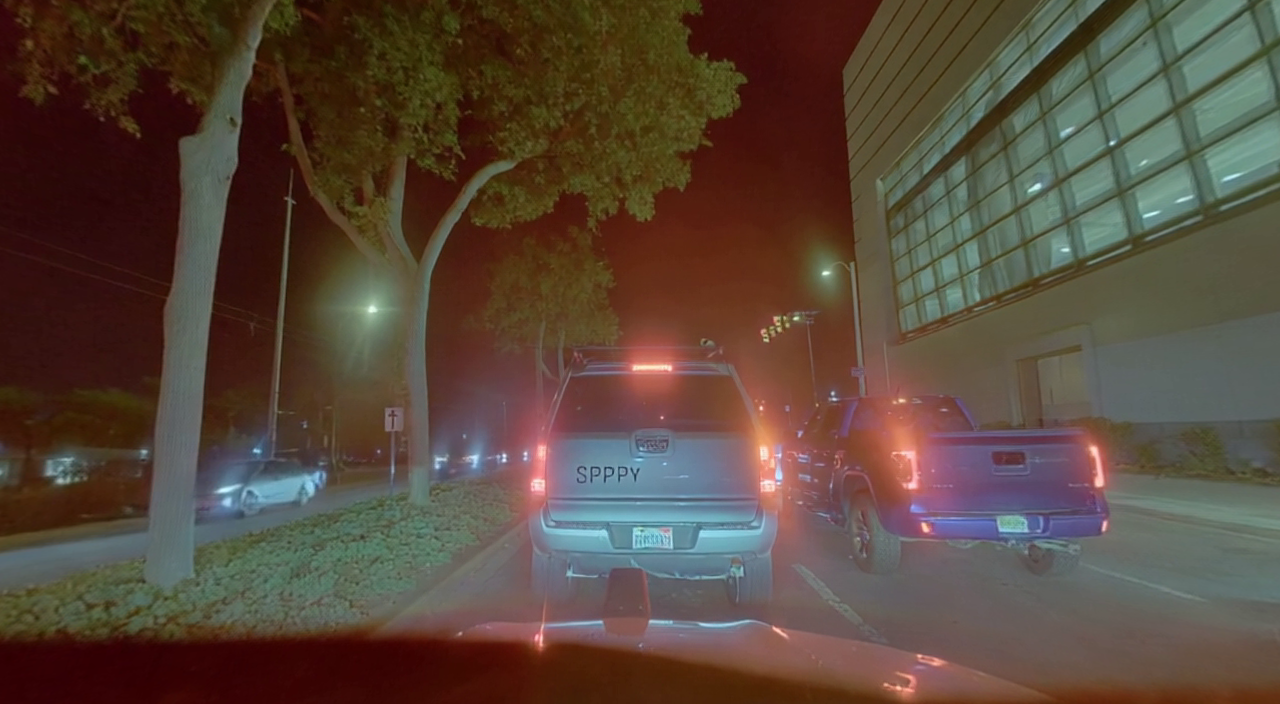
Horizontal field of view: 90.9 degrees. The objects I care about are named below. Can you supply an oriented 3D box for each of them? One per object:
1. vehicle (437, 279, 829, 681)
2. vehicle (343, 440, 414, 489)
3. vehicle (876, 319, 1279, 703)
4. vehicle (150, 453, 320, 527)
[{"bbox_3d":[0.010,1.036,5.978,2.267,2.372,4.366,0,-8,2],"label":"vehicle"},{"bbox_3d":[-15.653,6.731,38.123,1.924,2.730,5.024,0,-8,2],"label":"vehicle"},{"bbox_3d":[3.082,0.984,3.467,2.022,1.700,4.410,0,-8,3],"label":"vehicle"},{"bbox_3d":[-12.150,4.116,19.449,1.965,1.897,4.821,0,-8,1],"label":"vehicle"}]
